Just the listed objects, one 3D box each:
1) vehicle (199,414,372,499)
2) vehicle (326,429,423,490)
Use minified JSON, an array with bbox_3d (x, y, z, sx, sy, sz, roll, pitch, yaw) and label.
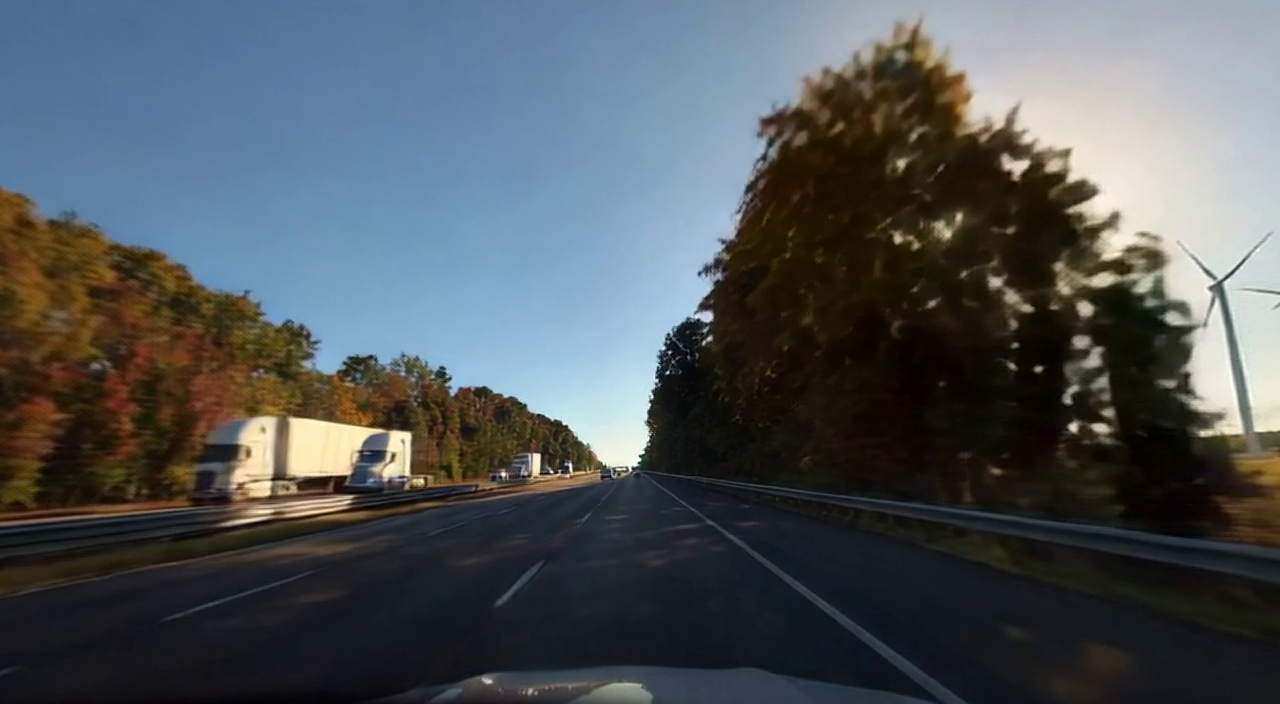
[{"bbox_3d":[-17.200,5.350,31.865,2.952,3.556,10.027,1,-11,-1],"label":"vehicle"},{"bbox_3d":[-17.354,7.209,41.996,2.816,3.554,8.526,1,-11,-1],"label":"vehicle"}]
